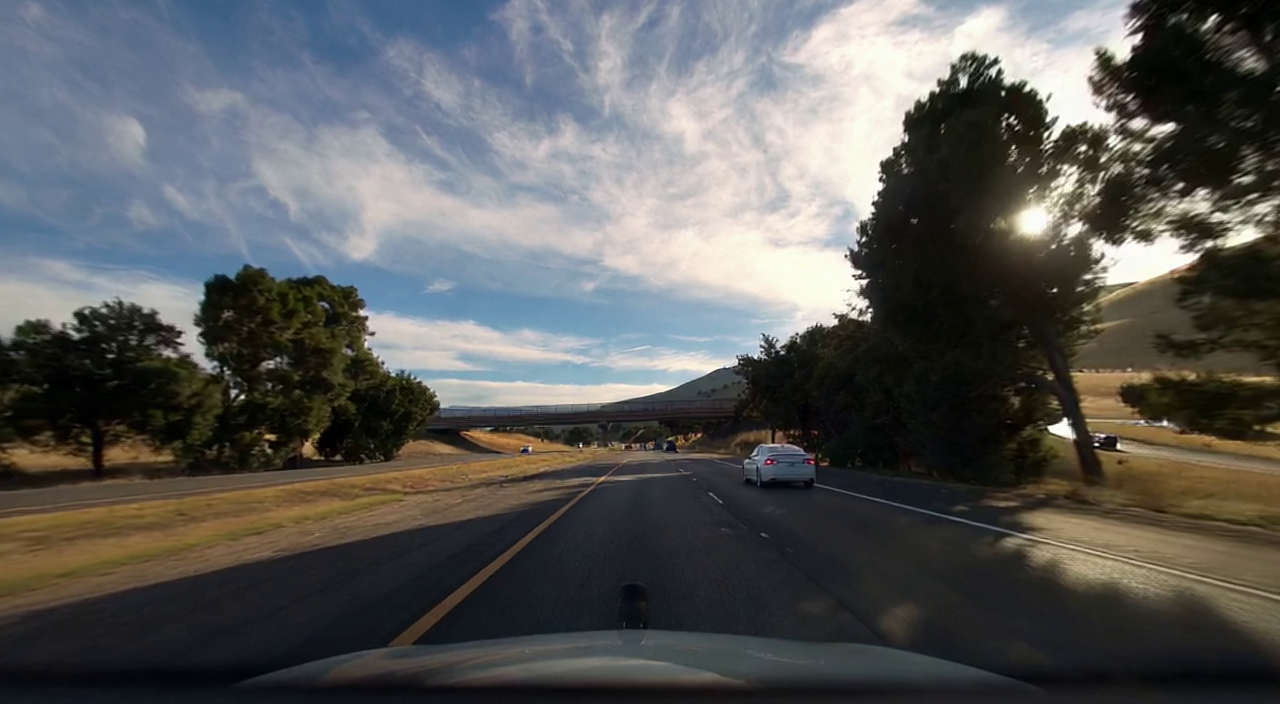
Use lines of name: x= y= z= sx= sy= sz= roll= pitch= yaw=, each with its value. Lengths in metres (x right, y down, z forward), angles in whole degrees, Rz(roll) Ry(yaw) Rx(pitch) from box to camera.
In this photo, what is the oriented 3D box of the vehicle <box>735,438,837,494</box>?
vehicle: x=4.304 y=3.433 z=19.448 sx=2.027 sy=1.487 sz=4.718 roll=0 pitch=-8 yaw=0
